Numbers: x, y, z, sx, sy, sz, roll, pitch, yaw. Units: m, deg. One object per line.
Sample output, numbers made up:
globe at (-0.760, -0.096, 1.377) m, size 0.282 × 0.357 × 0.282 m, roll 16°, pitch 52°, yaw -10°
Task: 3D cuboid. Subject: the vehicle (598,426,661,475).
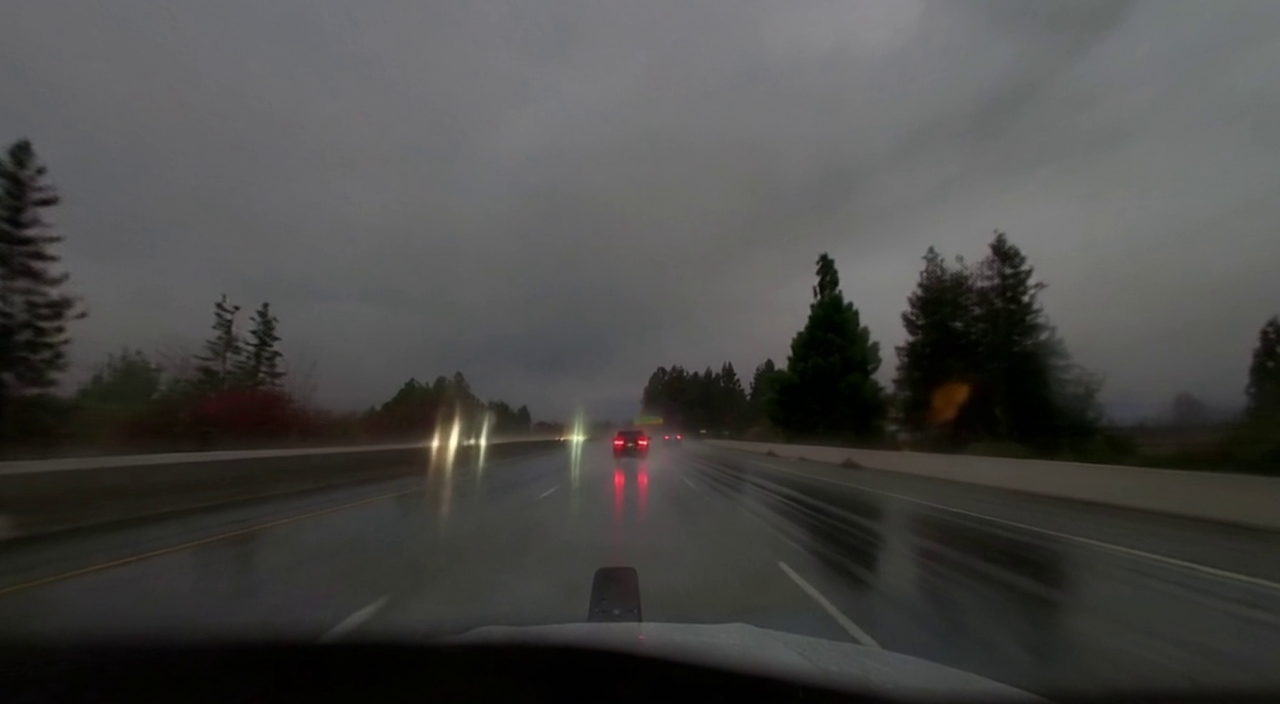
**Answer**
vehicle at (-0.370, 3.504, 22.686) m, size 2.094 × 1.600 × 3.666 m, roll 0°, pitch -8°, yaw -1°
